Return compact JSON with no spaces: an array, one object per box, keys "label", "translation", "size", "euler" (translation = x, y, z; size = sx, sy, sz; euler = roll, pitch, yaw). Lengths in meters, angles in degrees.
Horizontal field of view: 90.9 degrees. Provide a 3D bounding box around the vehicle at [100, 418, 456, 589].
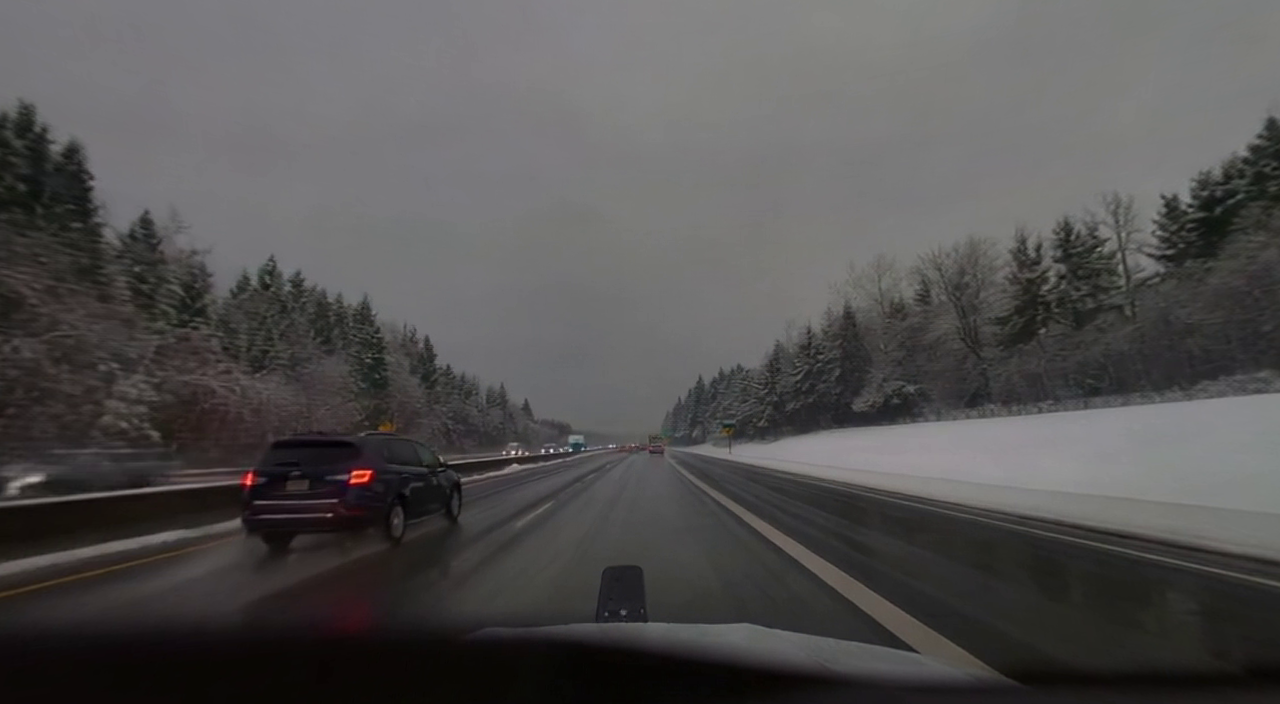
[{"label":"vehicle","translation":[-3.938,1.710,7.892],"size":[1.936,1.545,4.116],"euler":[0,-9,1]}]
